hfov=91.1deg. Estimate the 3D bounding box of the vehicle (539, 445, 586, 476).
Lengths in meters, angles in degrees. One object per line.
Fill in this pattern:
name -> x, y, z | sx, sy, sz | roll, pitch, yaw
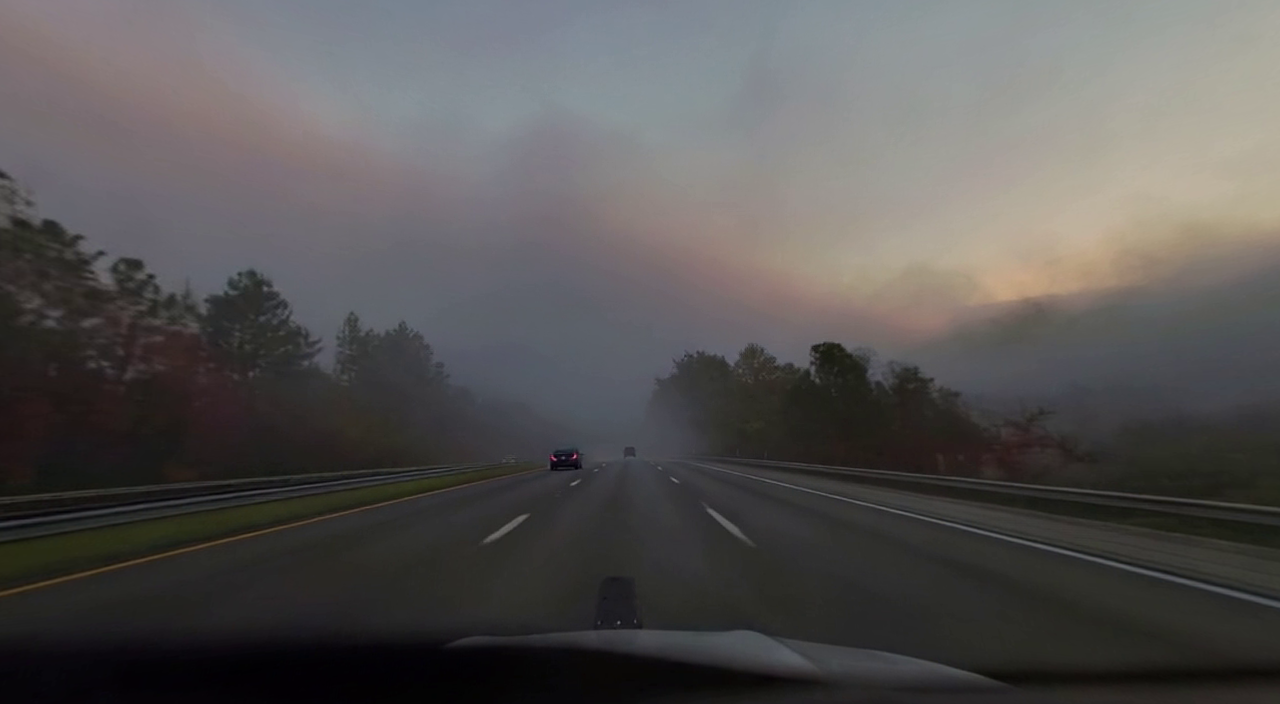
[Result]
vehicle -> -4.004, 5.659, 33.029 | 1.970, 1.492, 3.944 | 0, -9, 0
